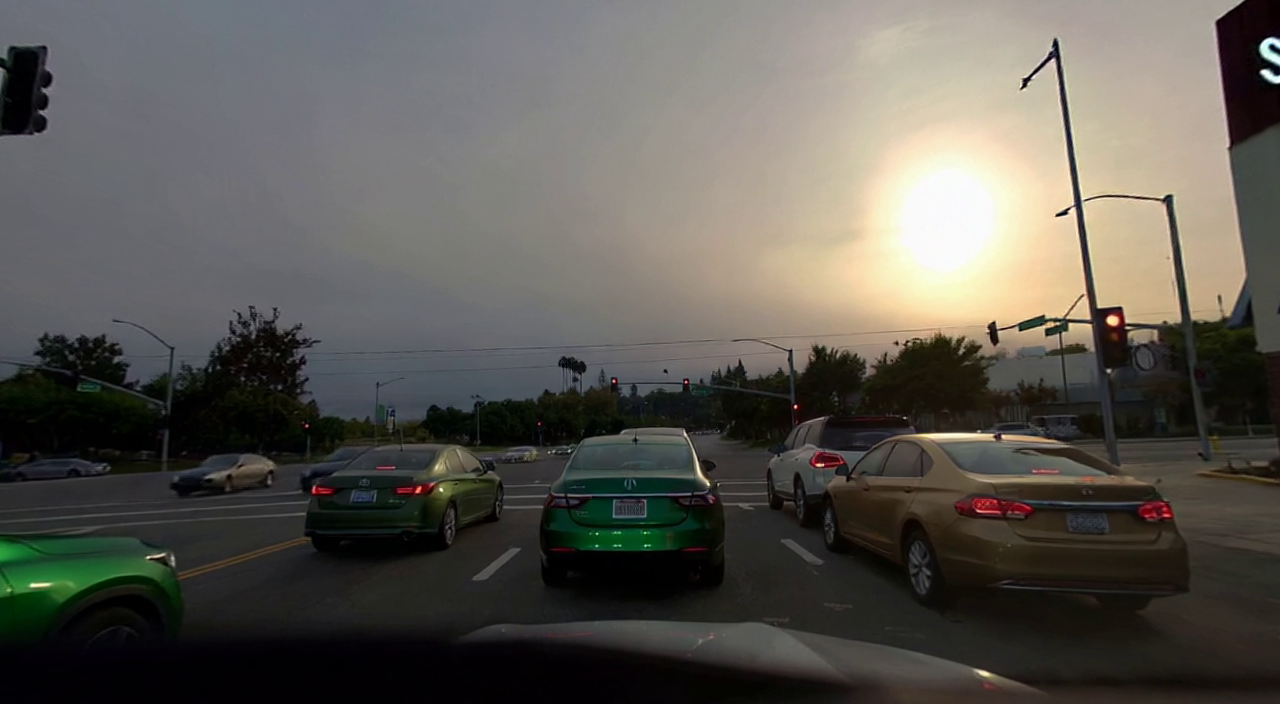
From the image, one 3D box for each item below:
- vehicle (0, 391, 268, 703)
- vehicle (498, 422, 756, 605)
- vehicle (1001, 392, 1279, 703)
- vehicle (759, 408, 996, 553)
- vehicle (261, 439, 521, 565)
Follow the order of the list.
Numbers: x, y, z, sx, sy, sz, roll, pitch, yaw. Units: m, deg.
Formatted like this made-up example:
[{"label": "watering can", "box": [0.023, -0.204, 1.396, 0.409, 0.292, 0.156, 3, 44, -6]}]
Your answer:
[{"label": "vehicle", "box": [-3.480, 0.850, 1.836, 2.016, 1.547, 4.414, 0, -8, 1]}, {"label": "vehicle", "box": [-0.131, 1.656, 7.388, 2.140, 1.499, 4.119, 0, -8, -1]}, {"label": "vehicle", "box": [3.936, 0.971, 3.105, 1.800, 1.519, 4.198, 0, -8, 0]}, {"label": "vehicle", "box": [3.300, 1.871, 9.840, 1.992, 1.744, 4.183, 0, -8, -1]}, {"label": "vehicle", "box": [-3.307, 2.069, 9.540, 1.995, 1.436, 4.373, -1, -8, 3]}]
